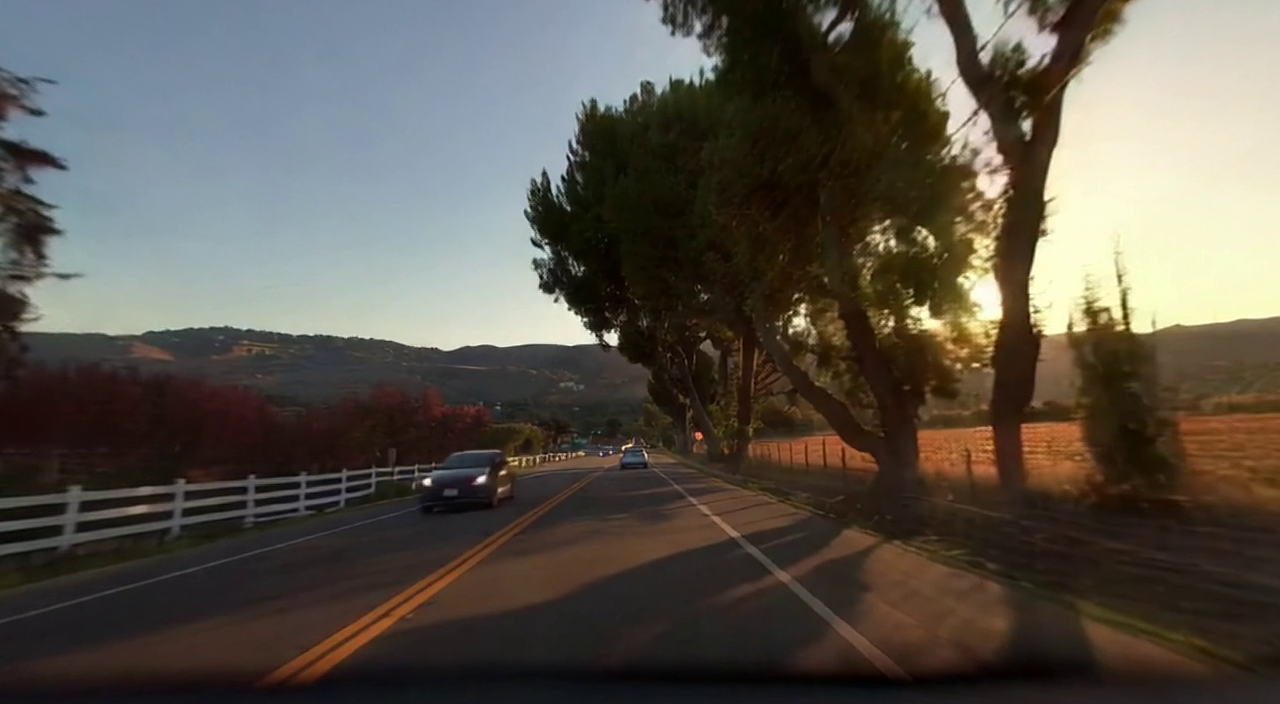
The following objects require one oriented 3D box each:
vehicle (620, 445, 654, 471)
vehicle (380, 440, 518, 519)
[{"bbox_3d":[-0.232,7.060,42.279,2.158,1.669,4.006,0,-9,-1],"label":"vehicle"},{"bbox_3d":[-4.310,2.934,15.021,1.989,1.600,3.979,0,-9,1],"label":"vehicle"}]
